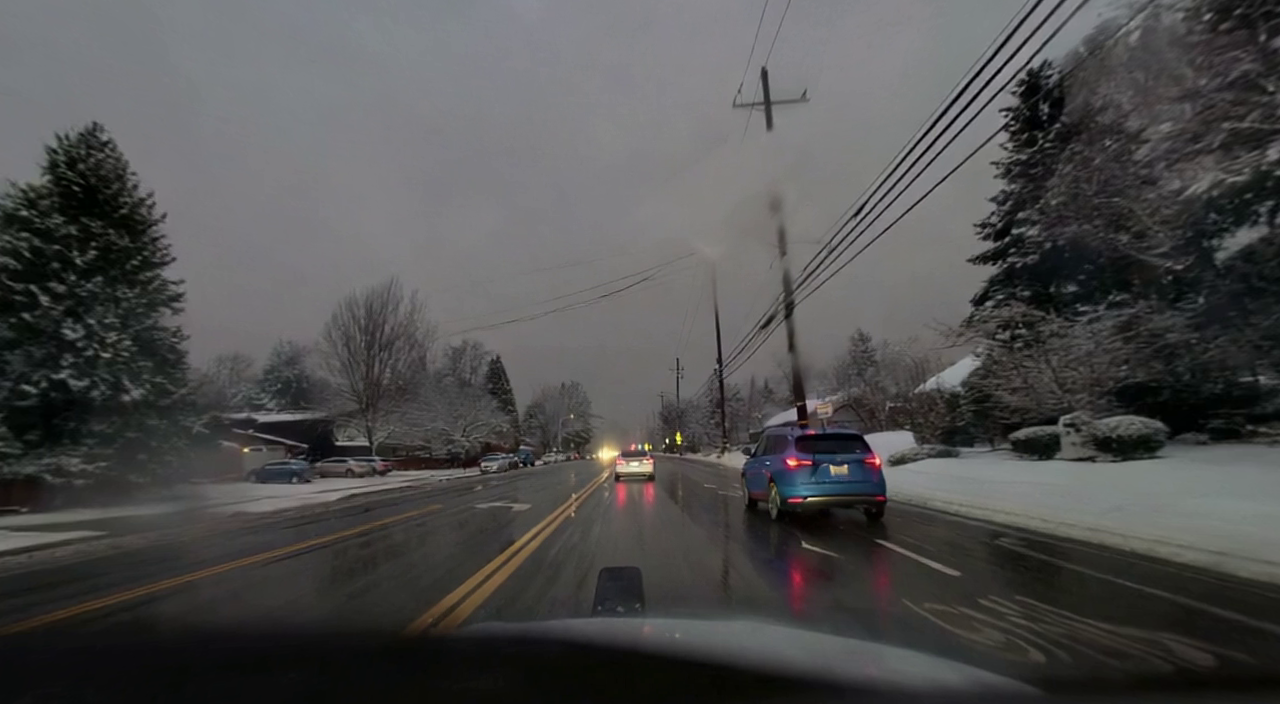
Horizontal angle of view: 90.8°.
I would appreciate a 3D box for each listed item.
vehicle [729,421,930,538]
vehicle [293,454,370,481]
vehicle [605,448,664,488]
[{"bbox_3d":[3.249,2.307,12.098,2.200,1.763,4.676,0,-9,-3],"label":"vehicle"},{"bbox_3d":[-21.087,7.910,43.307,4.240,1.717,2.043,0,-8,-2],"label":"vehicle"},{"bbox_3d":[-0.225,4.593,25.413,2.196,1.449,4.006,0,-9,0],"label":"vehicle"}]
